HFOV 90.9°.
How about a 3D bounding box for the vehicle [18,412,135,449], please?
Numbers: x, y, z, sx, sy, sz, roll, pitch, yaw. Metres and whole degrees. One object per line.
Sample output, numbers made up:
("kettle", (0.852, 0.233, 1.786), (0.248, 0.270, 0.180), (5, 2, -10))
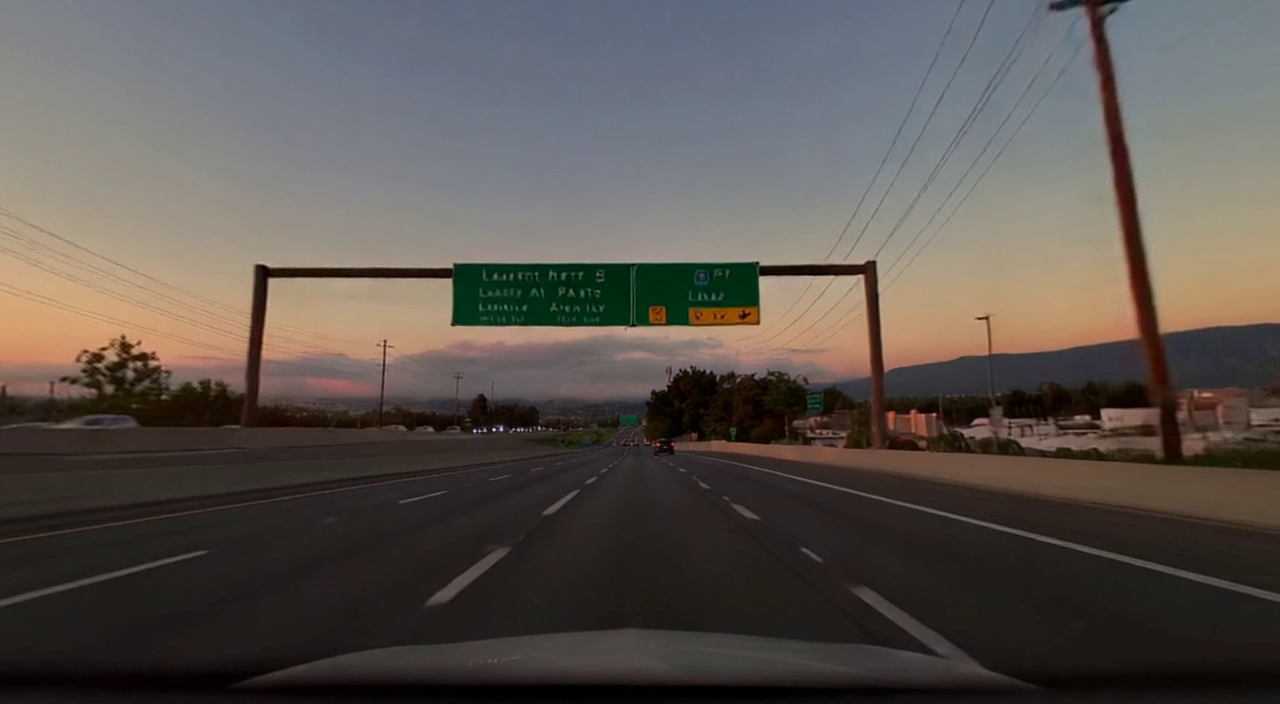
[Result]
("vehicle", (-26.500, 3.748, 29.874), (1.796, 1.563, 3.964), (3, -8, 0))

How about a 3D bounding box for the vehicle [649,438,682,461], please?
("vehicle", (1.706, 6.702, 43.619), (2.036, 1.486, 4.375), (0, -8, -1))
